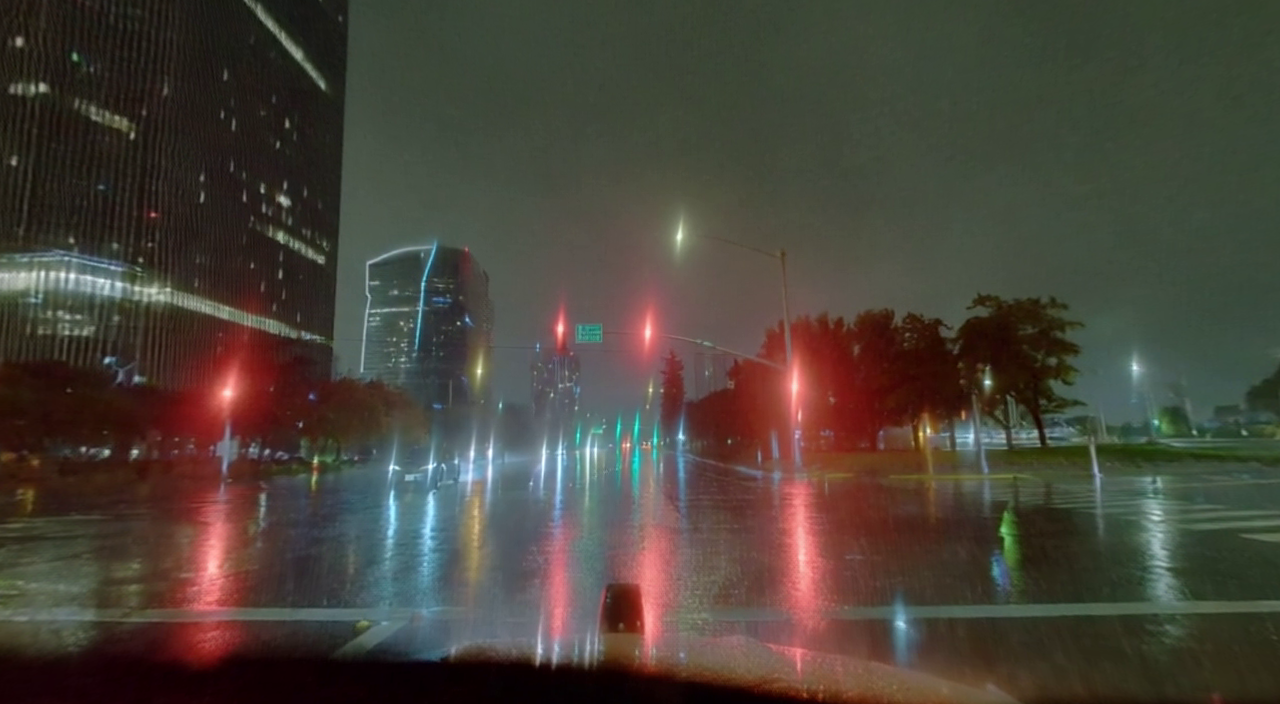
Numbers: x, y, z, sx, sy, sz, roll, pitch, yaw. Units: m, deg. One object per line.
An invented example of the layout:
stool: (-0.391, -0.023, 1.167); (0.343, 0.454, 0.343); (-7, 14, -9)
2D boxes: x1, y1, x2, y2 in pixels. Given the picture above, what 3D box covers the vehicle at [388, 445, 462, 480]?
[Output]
vehicle: (-11.649, 5.994, 34.459); (2.069, 1.771, 4.947); (0, -9, 3)
